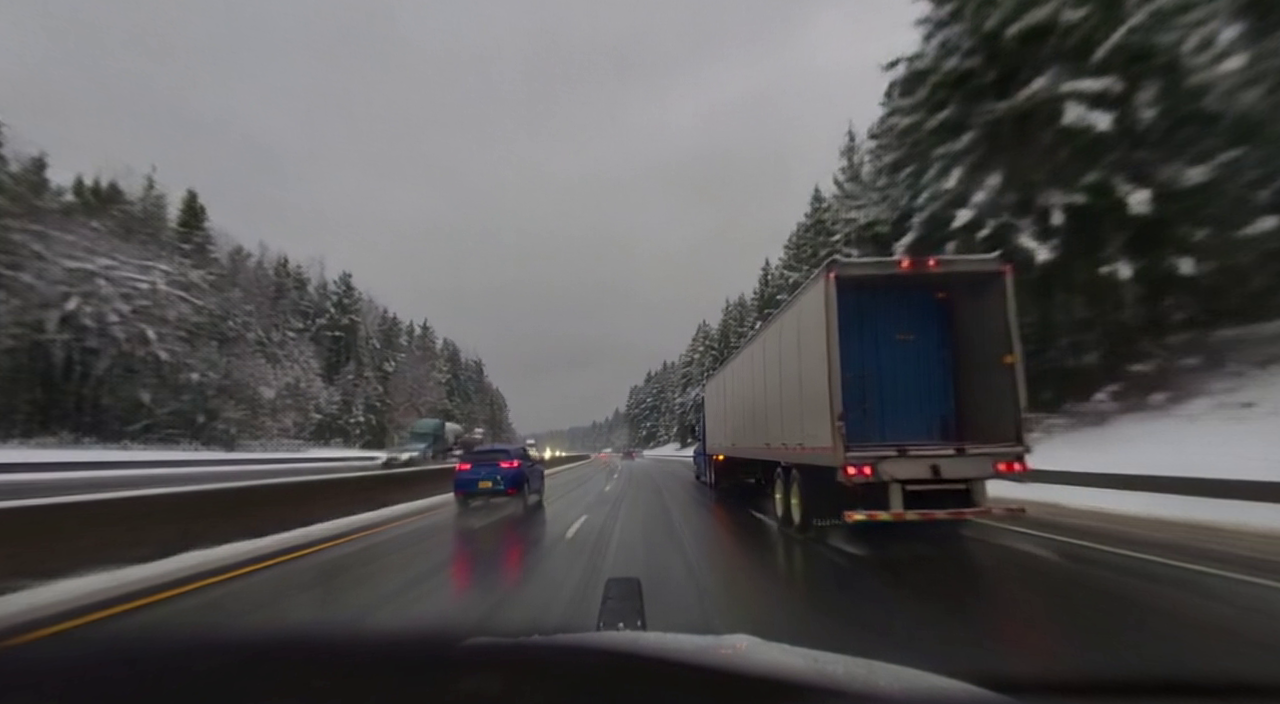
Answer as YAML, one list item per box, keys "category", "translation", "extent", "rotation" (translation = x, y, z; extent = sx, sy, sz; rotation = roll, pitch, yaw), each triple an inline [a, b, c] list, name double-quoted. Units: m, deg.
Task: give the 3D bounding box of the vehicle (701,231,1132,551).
- category: "vehicle"
  translation: [4.383, 1.797, 16.991]
  extent: [3.532, 4.201, 17.611]
  rotation: [0, -9, -1]

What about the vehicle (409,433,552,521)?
- category: "vehicle"
  translation: [-3.385, 2.758, 14.393]
  extent: [2.115, 1.670, 4.261]
  rotation: [0, -9, 0]

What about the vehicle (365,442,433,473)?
- category: "vehicle"
  translation: [-13.214, 5.814, 34.793]
  extent: [1.940, 1.567, 4.312]
  rotation: [-1, -9, 1]
